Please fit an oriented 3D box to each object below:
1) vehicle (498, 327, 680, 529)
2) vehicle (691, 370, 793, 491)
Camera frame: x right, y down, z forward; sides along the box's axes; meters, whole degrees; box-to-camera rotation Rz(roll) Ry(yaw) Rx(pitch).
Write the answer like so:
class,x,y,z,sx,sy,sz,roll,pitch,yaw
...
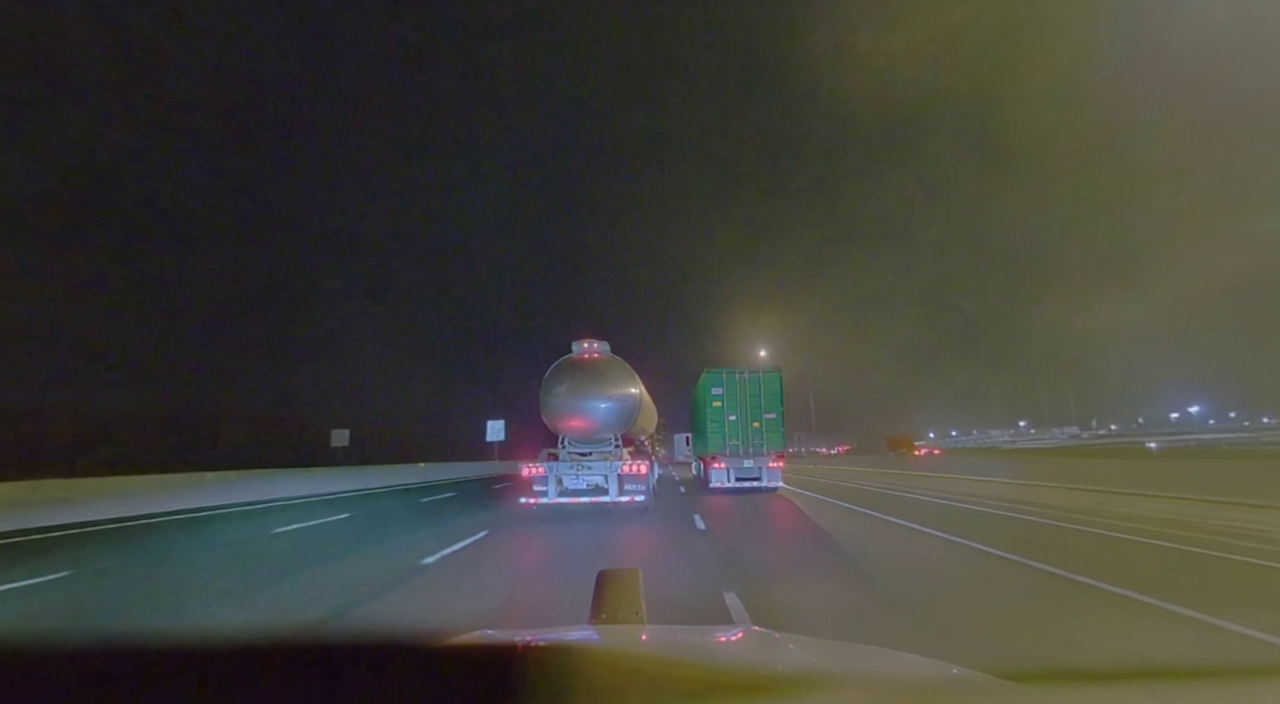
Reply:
class,x,y,z,sx,sy,sz,roll,pitch,yaw
vehicle,-0.589,2.579,20.010,3.267,3.655,17.154,0,-8,2
vehicle,3.820,3.426,26.564,2.942,4.003,11.297,0,-9,3
